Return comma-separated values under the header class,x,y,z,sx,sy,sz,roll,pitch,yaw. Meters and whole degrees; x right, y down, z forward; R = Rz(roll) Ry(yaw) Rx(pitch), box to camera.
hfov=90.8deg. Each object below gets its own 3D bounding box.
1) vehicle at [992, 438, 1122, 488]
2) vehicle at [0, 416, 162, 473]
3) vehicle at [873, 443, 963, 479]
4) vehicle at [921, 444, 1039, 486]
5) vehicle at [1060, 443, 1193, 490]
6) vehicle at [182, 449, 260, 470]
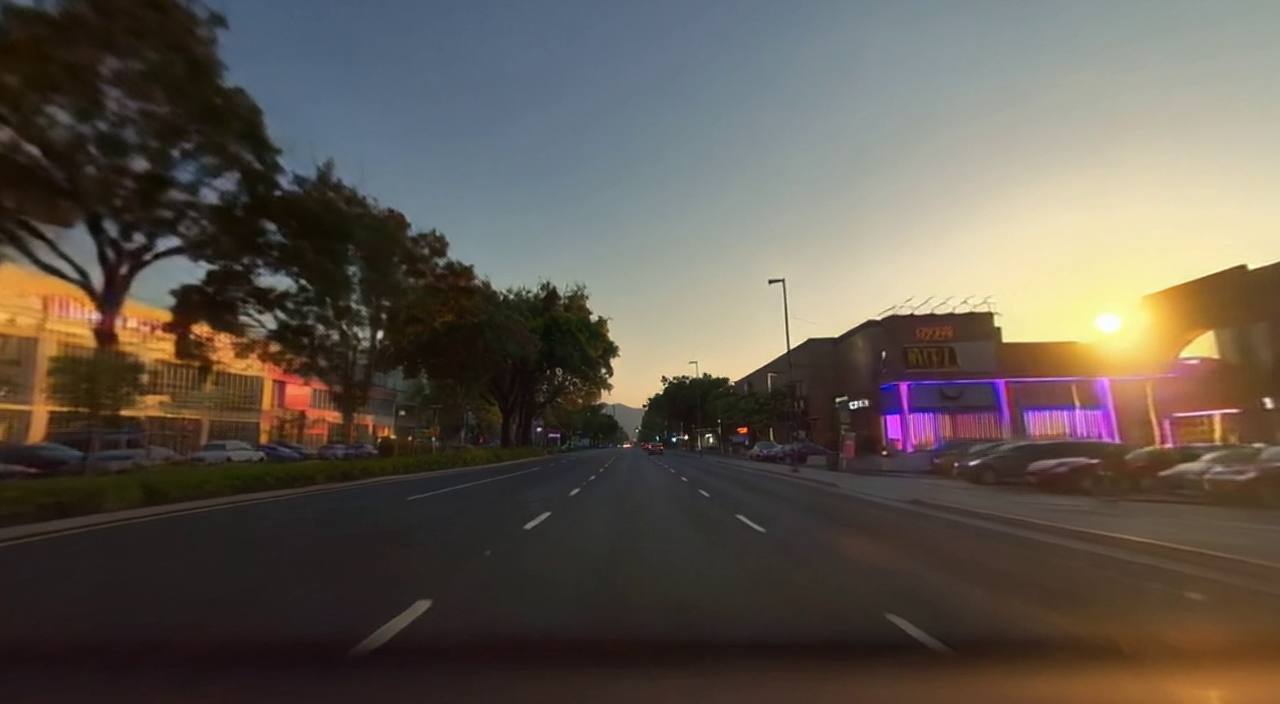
class,x,y,z,sx,sy,sz,roll,pitch,yaw
vehicle,15.739,4.177,24.168,1.893,1.727,4.285,0,-8,-2
vehicle,-31.328,5.200,35.510,6.892,2.879,2.222,-1,-8,-3
vehicle,12.753,5.034,29.404,1.928,1.465,4.874,-2,-9,-1
vehicle,12.993,4.313,24.499,1.865,1.434,4.373,1,-8,-4
vehicle,18.131,4.256,23.819,1.881,1.598,3.866,0,-8,0
vehicle,-30.397,7.756,45.861,4.311,1.457,1.808,0,-8,-2
